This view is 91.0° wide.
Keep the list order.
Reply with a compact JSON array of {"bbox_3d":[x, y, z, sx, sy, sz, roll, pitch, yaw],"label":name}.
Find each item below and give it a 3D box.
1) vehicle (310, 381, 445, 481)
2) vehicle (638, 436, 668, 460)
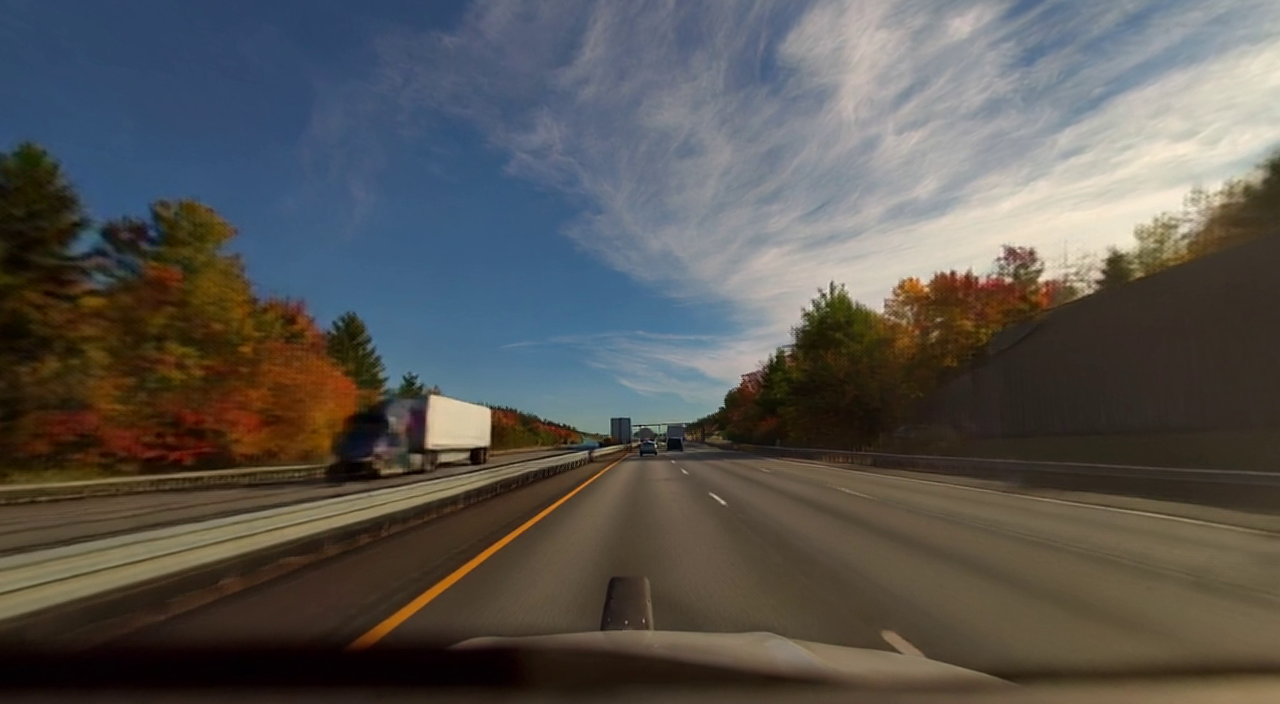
[{"bbox_3d":[-11.235,3.498,27.694,3.024,3.912,6.057,0,-8,2],"label":"vehicle"},{"bbox_3d":[0.839,6.306,41.286,1.924,1.498,3.817,0,-8,1],"label":"vehicle"}]
